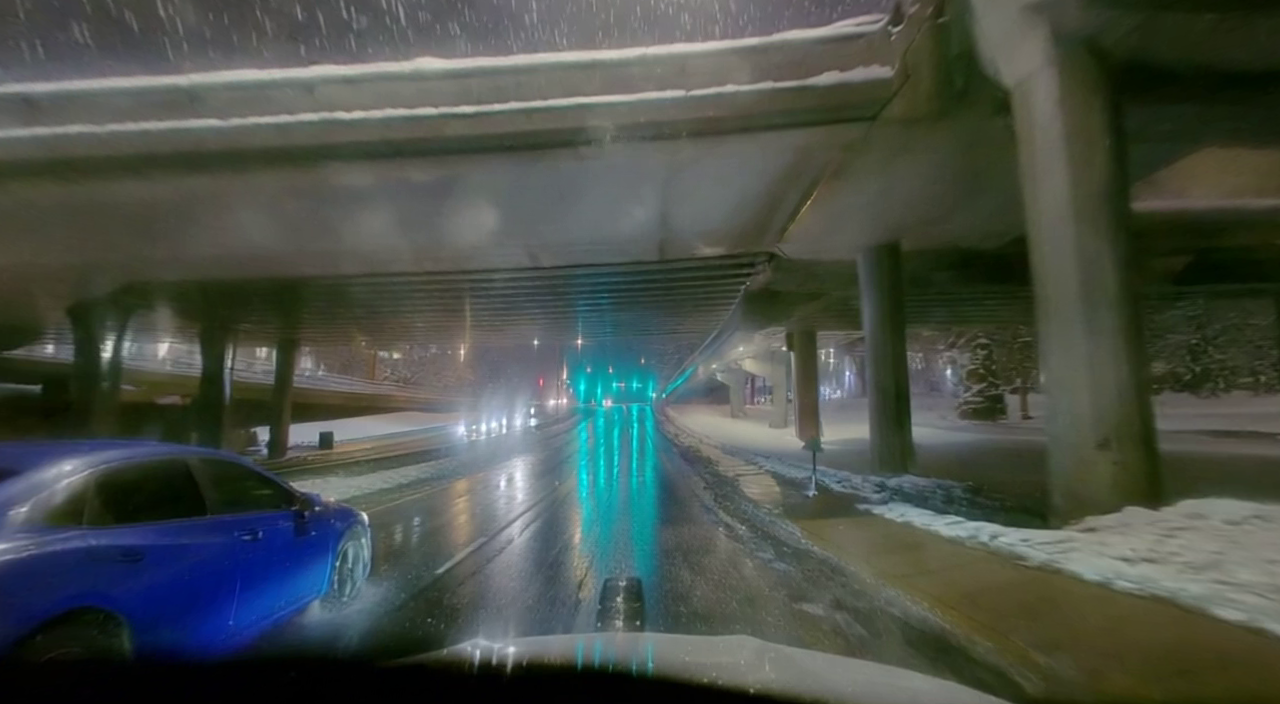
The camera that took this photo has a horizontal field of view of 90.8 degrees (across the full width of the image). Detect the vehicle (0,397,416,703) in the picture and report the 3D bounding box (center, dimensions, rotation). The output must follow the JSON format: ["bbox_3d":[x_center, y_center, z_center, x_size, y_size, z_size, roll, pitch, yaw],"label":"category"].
[{"bbox_3d":[-3.172,1.156,3.813,2.041,1.470,4.290,0,-9,0],"label":"vehicle"}]
